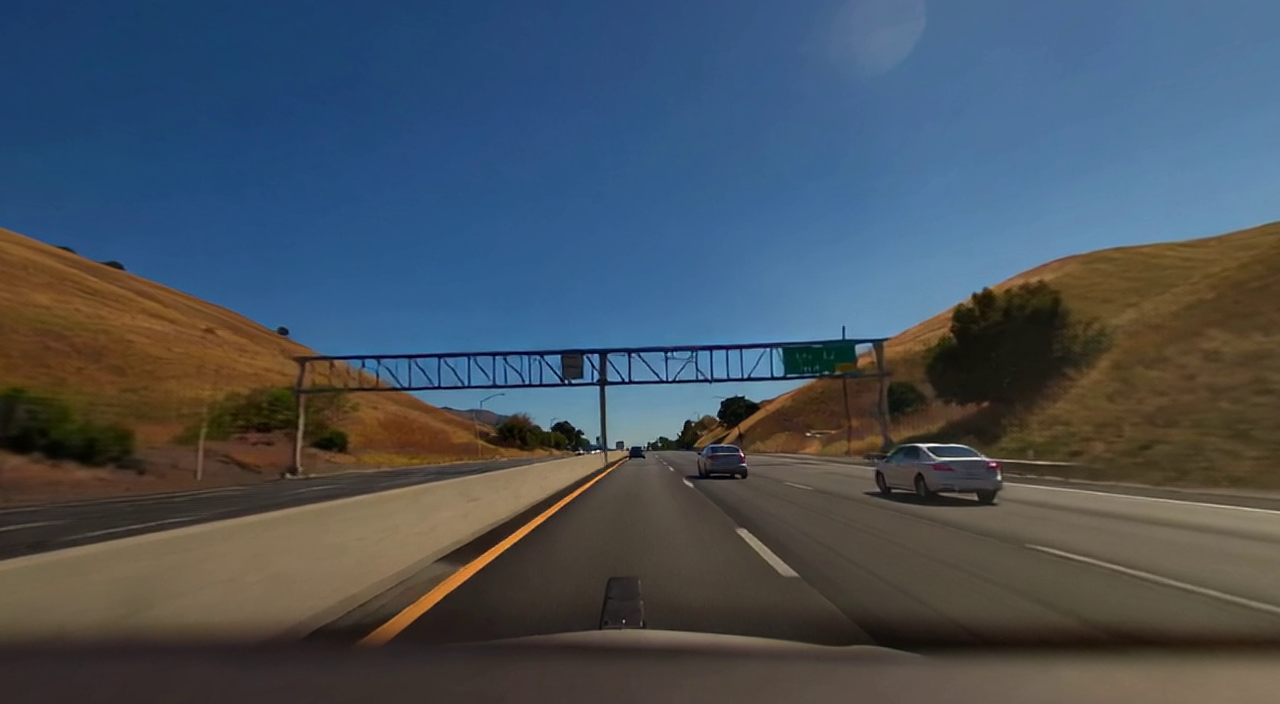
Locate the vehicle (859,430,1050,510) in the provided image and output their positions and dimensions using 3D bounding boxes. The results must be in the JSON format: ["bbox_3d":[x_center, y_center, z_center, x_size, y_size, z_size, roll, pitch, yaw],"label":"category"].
[{"bbox_3d":[6.932,2.643,14.649,1.988,1.530,4.777,0,-8,0],"label":"vehicle"}]

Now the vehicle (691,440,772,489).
[{"bbox_3d":[2.916,3.696,21.088,2.044,1.444,4.216,0,-8,-1],"label":"vehicle"}]
